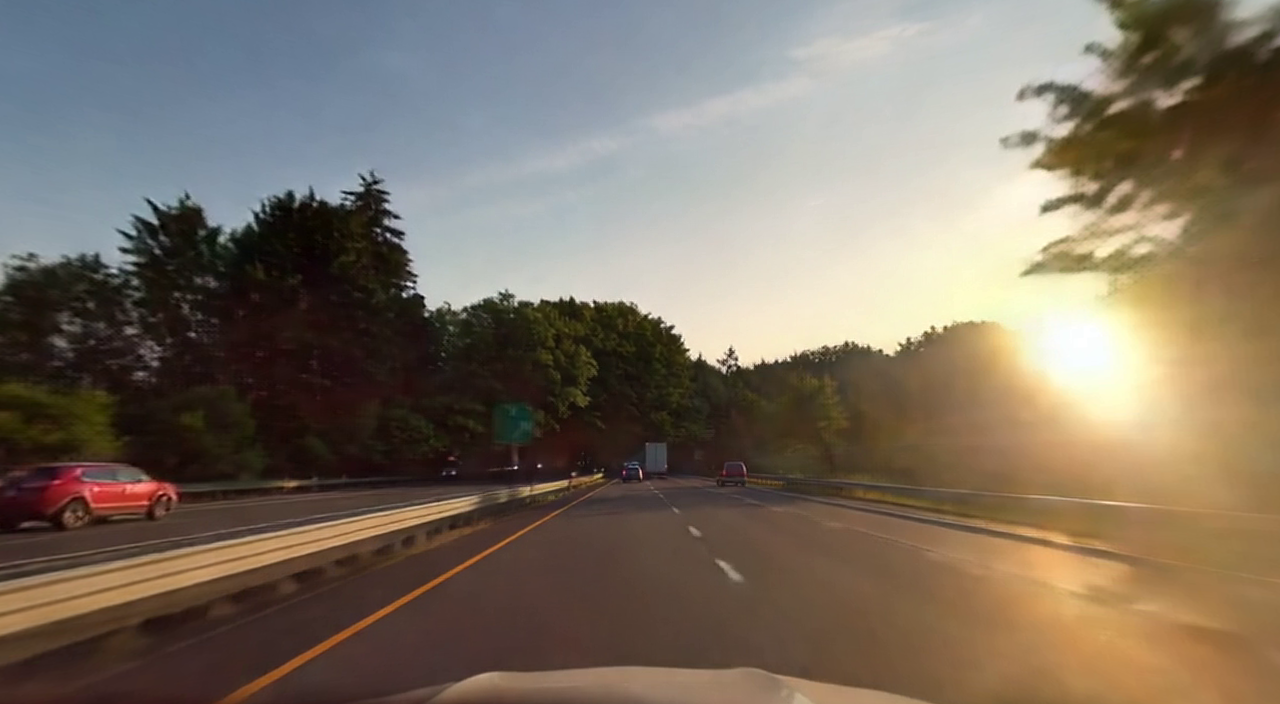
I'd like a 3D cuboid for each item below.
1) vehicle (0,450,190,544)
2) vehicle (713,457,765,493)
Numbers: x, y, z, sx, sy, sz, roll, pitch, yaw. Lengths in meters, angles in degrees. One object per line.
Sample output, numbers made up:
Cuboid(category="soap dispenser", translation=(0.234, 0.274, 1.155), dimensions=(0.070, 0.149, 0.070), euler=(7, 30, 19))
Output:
Cuboid(category="vehicle", translation=(-12.144, 2.890, 13.037), dimensions=(1.952, 1.618, 4.859), euler=(1, -10, 1))
Cuboid(category="vehicle", translation=(5.302, 6.650, 34.259), dimensions=(1.998, 1.776, 4.663), euler=(1, -10, -1))
